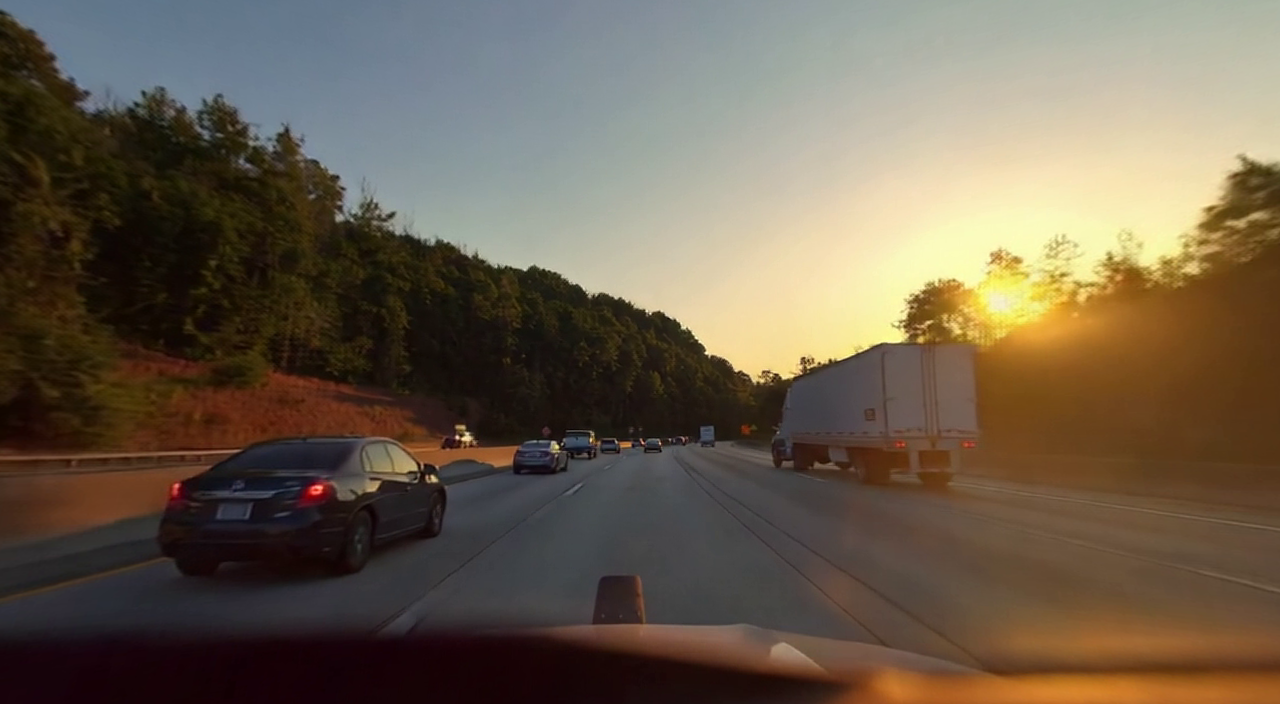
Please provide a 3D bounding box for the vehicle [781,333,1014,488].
[{"bbox_3d":[8.312,2.461,23.635,2.866,4.100,14.057,0,-8,0],"label":"vehicle"}]

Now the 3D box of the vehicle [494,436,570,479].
[{"bbox_3d":[-3.912,3.866,23.518,2.013,1.460,4.027,0,-8,1],"label":"vehicle"}]

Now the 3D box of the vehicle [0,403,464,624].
[{"bbox_3d":[-3.602,1.474,6.806,2.137,1.618,4.209,0,-8,1],"label":"vehicle"}]

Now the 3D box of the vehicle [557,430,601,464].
[{"bbox_3d":[-3.395,5.412,36.020,2.064,1.826,4.263,0,-8,1],"label":"vehicle"}]

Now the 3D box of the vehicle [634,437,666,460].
[{"bbox_3d":[0.614,6.328,41.494,2.004,1.465,3.842,0,-8,0],"label":"vehicle"}]
